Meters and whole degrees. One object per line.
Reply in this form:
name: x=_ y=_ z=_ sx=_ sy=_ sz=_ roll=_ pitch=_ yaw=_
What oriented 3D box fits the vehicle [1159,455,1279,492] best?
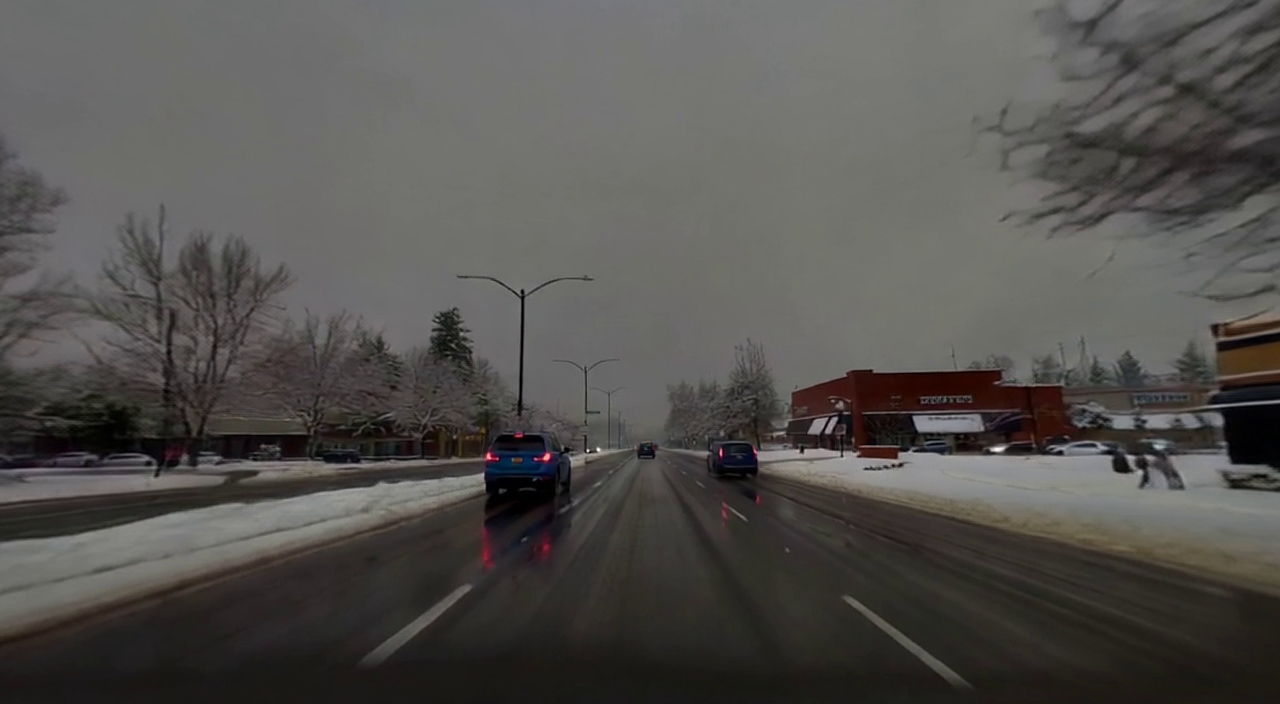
vehicle: x=28.844 y=6.006 z=31.313 sx=4.338 sy=1.704 sz=1.920 roll=-1 pitch=-8 yaw=1

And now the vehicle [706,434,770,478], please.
vehicle: x=4.296 y=4.632 z=28.388 sx=2.083 sy=1.779 sz=4.347 roll=0 pitch=-8 yaw=-1

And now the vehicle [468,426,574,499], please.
vehicle: x=-3.191 y=3.066 z=17.933 sx=2.047 sy=1.810 sz=4.414 roll=0 pitch=-8 yaw=1

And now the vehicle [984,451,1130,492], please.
vehicle: x=16.680 y=4.780 z=25.387 sx=4.479 sy=1.445 sz=1.946 roll=-1 pitch=-8 yaw=-1
